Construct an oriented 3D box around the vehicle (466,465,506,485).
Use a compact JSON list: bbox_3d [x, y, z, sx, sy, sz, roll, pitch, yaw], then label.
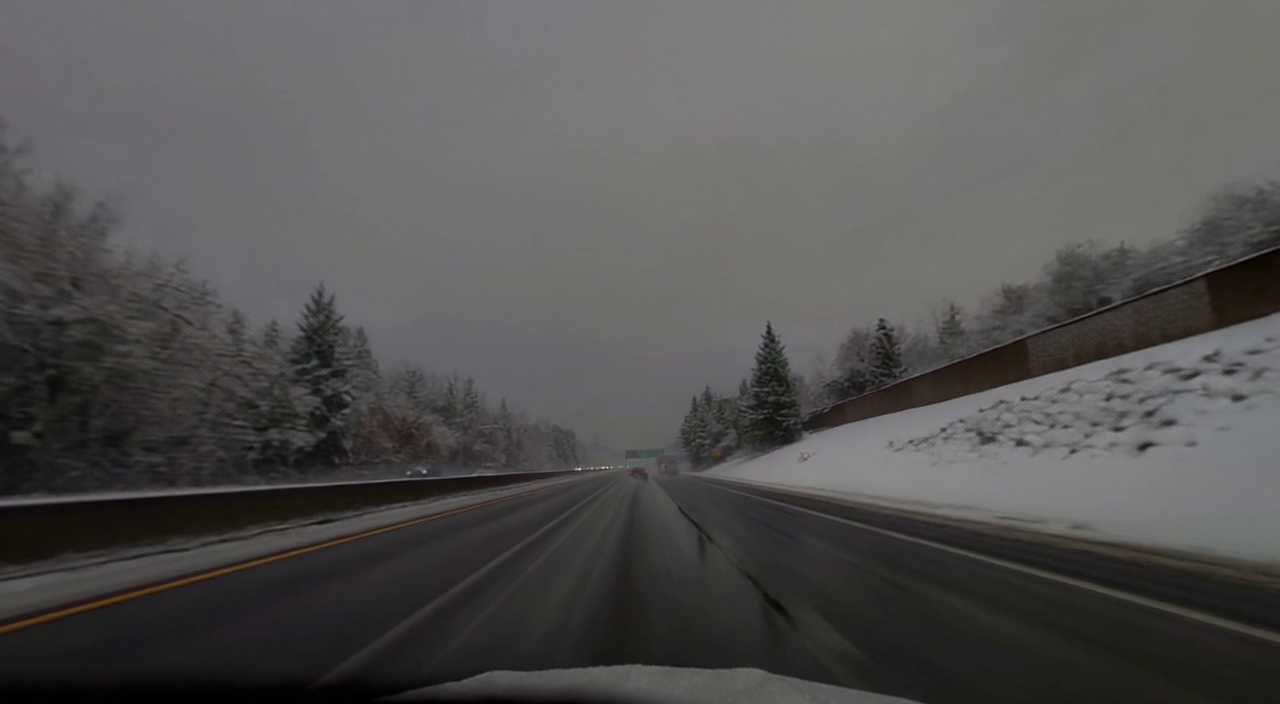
[{"bbox_3d":[-12.107,9.696,49.739,1.885,1.461,4.779,1,-10,0],"label":"vehicle"}]
